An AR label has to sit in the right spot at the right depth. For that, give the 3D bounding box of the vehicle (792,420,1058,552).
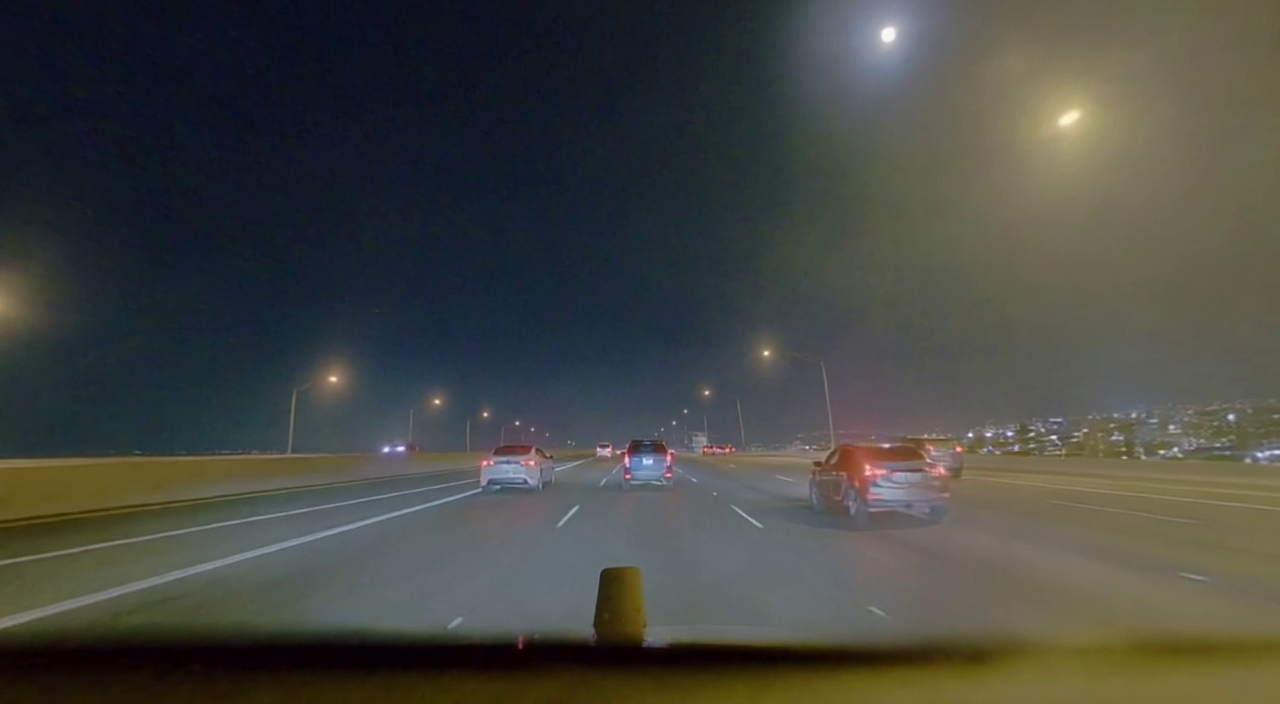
[{"bbox_3d":[4.071,1.990,9.997,2.210,1.625,4.249,0,-8,0],"label":"vehicle"}]

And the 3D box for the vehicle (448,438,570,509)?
[{"bbox_3d":[-3.091,2.967,15.912,2.011,1.510,4.698,0,-8,1],"label":"vehicle"}]

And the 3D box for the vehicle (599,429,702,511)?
[{"bbox_3d":[0.229,2.705,14.846,2.099,1.640,4.134,0,-8,0],"label":"vehicle"}]
